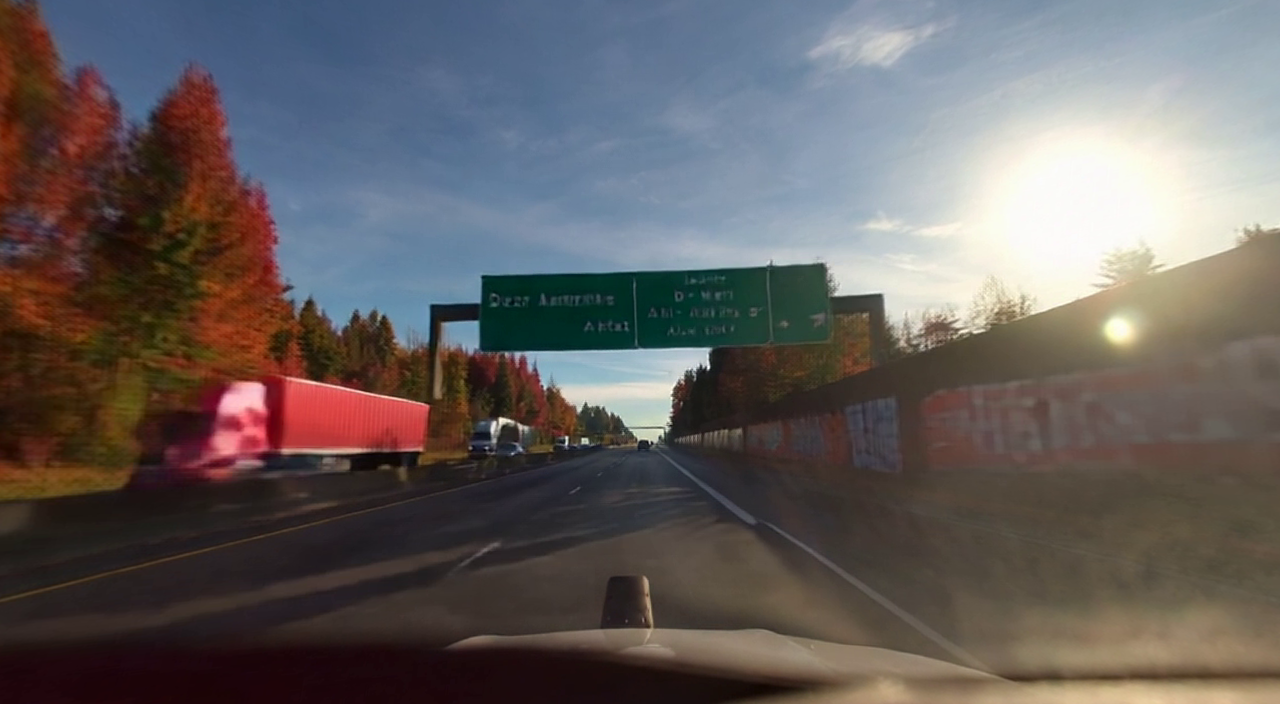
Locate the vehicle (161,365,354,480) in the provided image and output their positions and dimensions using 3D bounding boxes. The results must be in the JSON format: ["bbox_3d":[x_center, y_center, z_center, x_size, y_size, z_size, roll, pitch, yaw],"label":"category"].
[{"bbox_3d":[-15.053,2.986,25.688,3.079,4.002,7.219,1,-8,1],"label":"vehicle"}]

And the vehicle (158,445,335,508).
[{"bbox_3d":[-10.505,3.305,17.306,1.897,1.452,4.508,0,-8,1],"label":"vehicle"}]
